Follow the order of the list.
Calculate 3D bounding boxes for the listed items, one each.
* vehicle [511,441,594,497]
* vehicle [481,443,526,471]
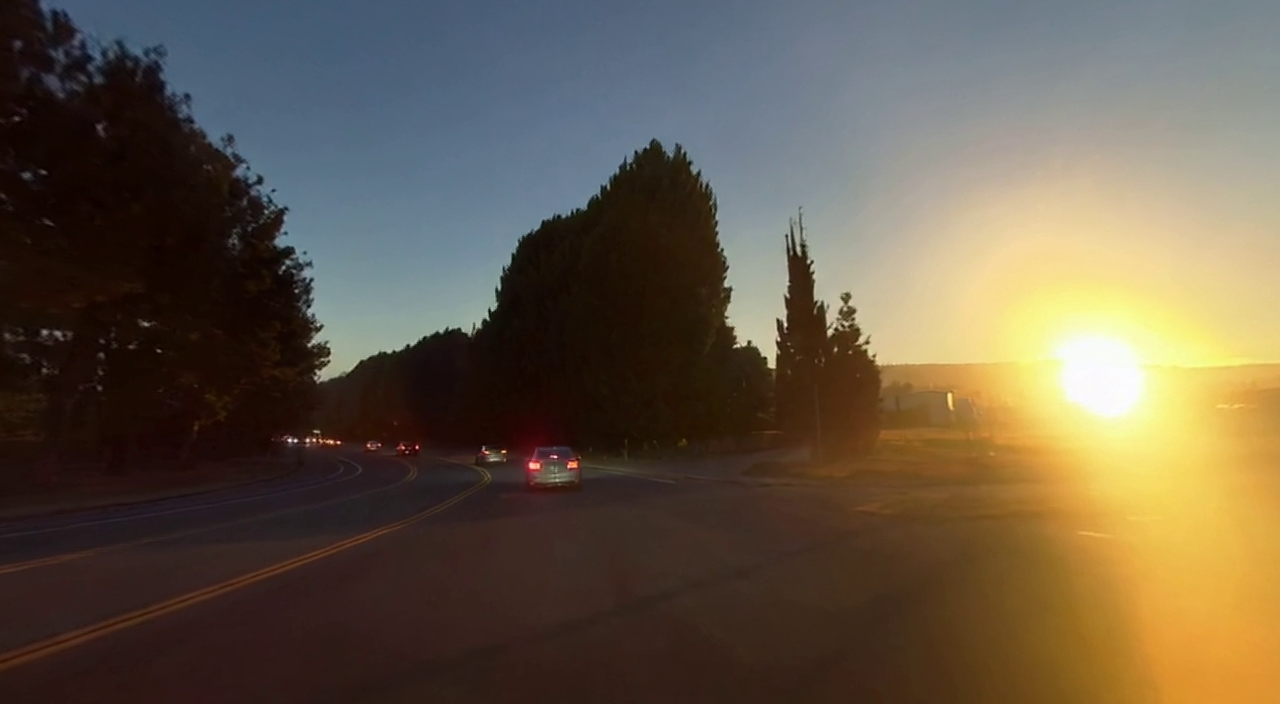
[{"bbox_3d":[-2.807,3.579,19.641,2.296,1.510,4.068,1,-9,-11],"label":"vehicle"},{"bbox_3d":[-8.157,6.185,37.309,2.080,1.530,3.719,2,-9,-20],"label":"vehicle"}]
